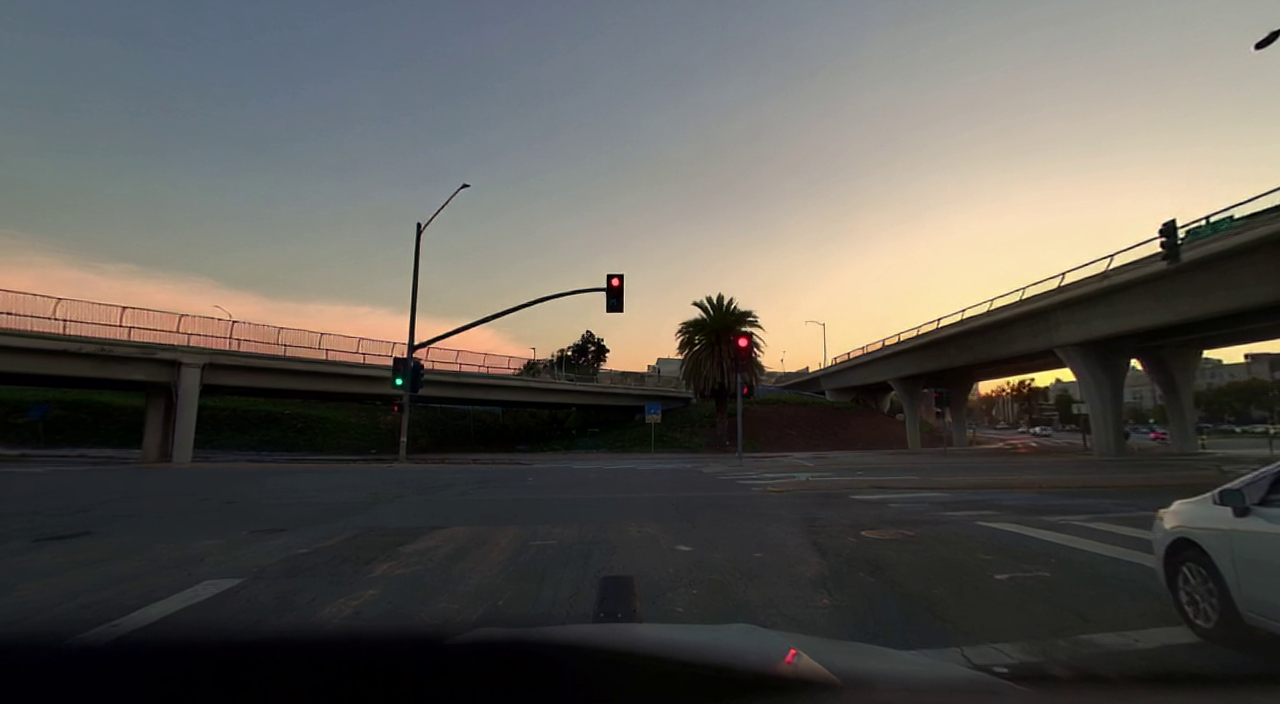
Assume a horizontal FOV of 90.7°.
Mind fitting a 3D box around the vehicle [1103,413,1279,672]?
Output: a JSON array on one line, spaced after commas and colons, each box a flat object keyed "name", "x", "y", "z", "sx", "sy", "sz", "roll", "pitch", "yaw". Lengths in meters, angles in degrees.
[{"name": "vehicle", "x": 4.557, "y": 0.994, "z": 2.919, "sx": 1.959, "sy": 1.485, "sz": 4.628, "roll": -2, "pitch": -9, "yaw": 10}]
